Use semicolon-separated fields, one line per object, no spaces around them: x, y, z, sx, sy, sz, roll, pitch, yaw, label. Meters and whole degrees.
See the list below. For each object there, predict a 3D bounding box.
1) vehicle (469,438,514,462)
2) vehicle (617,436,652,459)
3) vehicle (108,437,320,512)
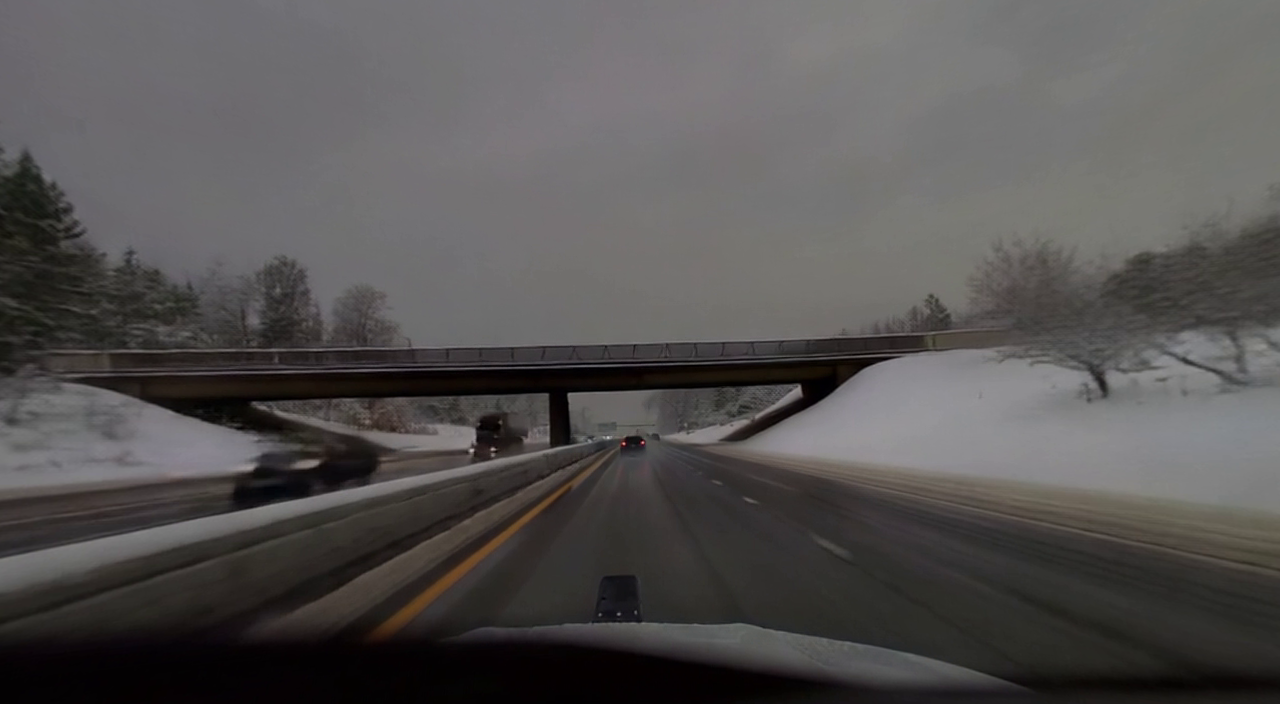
-8.882;5.871;38.006;1.776;1.345;3.932;0;-7;0;vehicle
-0.368;5.728;38.130;1.996;1.325;4.029;0;-7;-1;vehicle
-8.669;2.476;13.291;1.936;1.322;3.678;0;-7;-1;vehicle
